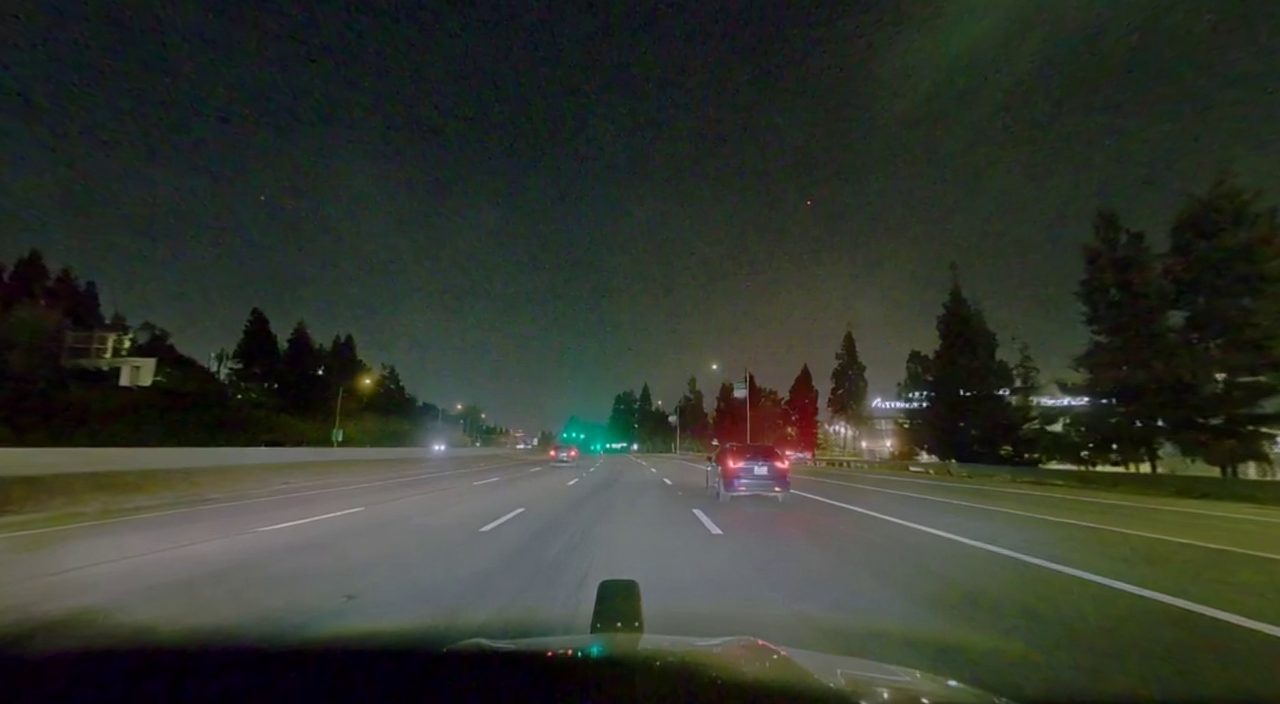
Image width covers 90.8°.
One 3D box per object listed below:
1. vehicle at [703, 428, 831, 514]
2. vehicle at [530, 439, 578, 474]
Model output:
[{"bbox_3d":[2.741,2.683,14.758,1.997,1.686,4.247,0,-8,-2],"label":"vehicle"},{"bbox_3d":[-4.784,5.883,35.851,2.160,1.794,4.646,0,-8,-1],"label":"vehicle"}]
